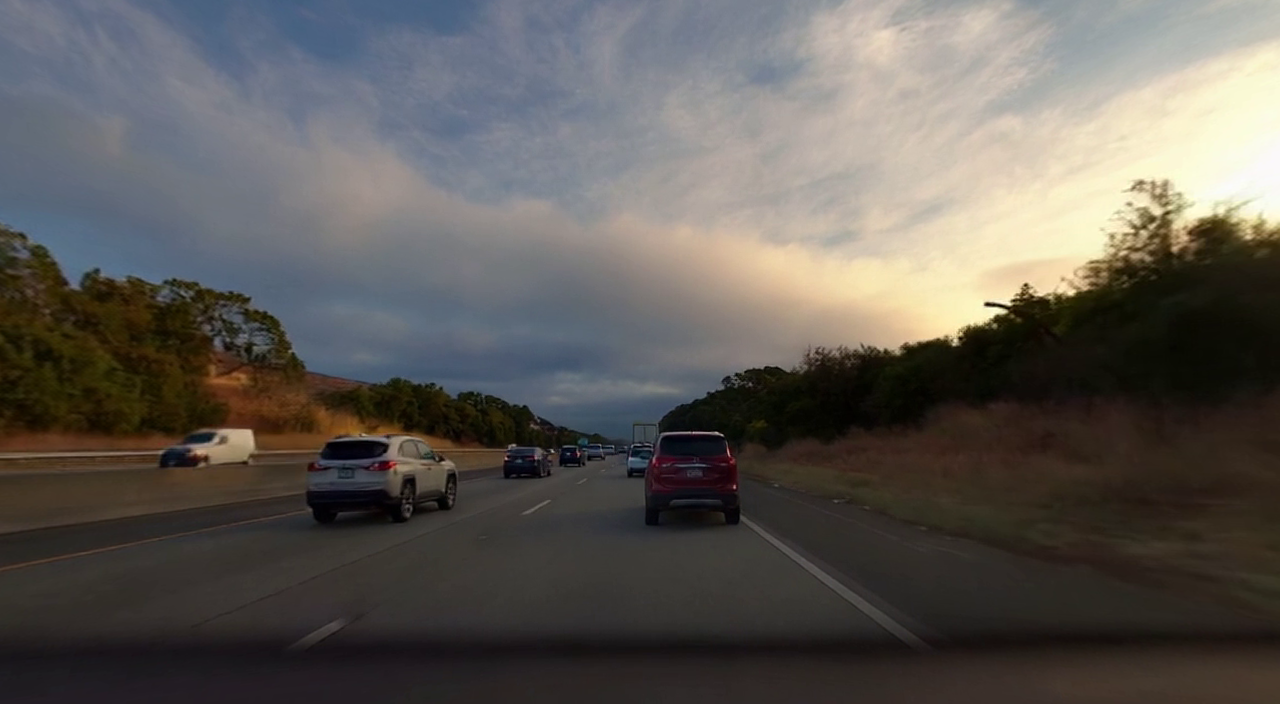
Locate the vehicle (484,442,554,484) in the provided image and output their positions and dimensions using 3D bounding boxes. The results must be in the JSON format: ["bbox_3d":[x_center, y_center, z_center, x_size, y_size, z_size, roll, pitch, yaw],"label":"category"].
[{"bbox_3d":[-4.595,4.273,24.545,1.867,1.489,3.829,0,-9,1],"label":"vehicle"}]

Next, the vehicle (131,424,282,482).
[{"bbox_3d":[-16.041,3.770,23.761,2.076,1.922,5.041,0,-9,0],"label":"vehicle"}]

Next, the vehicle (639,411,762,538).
[{"bbox_3d":[0.923,2.174,11.679,1.825,1.920,3.960,0,-9,-1],"label":"vehicle"}]

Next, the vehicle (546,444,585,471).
[{"bbox_3d":[-4.575,6.514,39.169,1.855,1.527,4.209,0,-9,1],"label":"vehicle"}]

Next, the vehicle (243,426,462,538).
[{"bbox_3d":[-4.877,2.252,11.519,1.934,1.642,4.201,0,-9,1],"label":"vehicle"}]
